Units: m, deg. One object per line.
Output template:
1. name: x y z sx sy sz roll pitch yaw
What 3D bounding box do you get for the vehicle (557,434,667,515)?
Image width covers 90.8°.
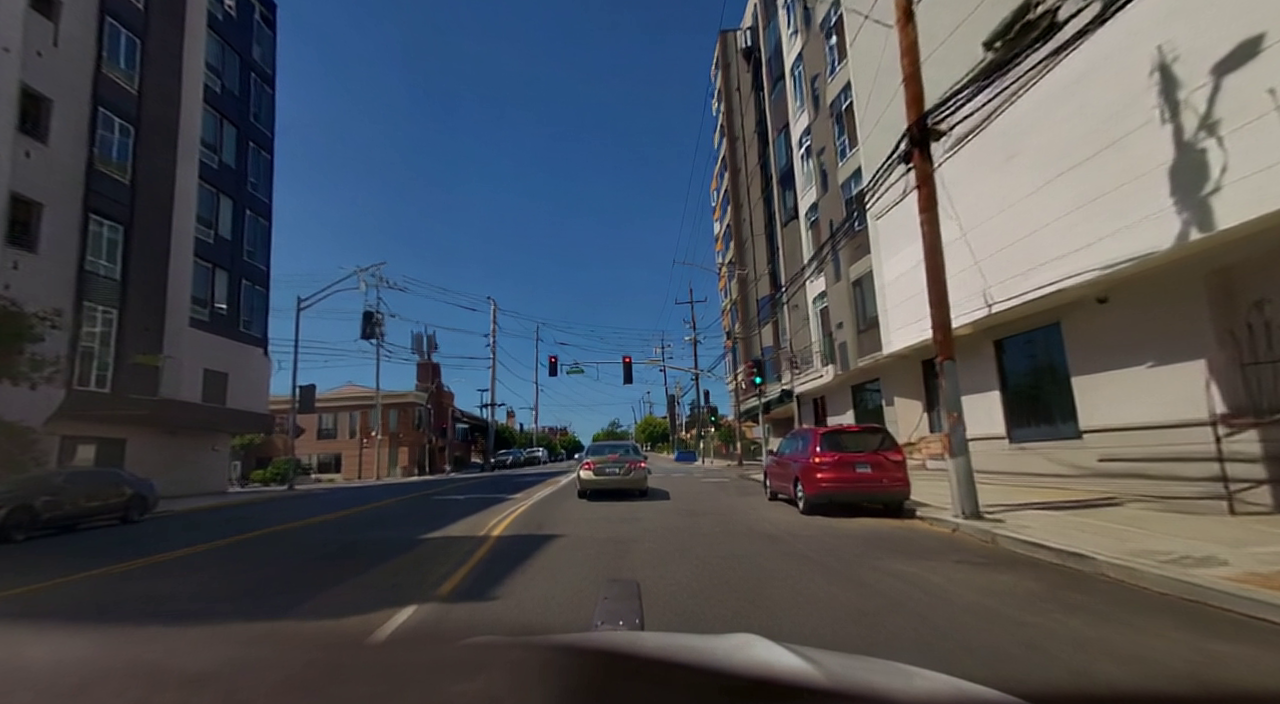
1. vehicle: -0.518 2.557 13.691 2.019 1.453 4.129 0 -8 0

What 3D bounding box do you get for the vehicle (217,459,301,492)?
1. vehicle: -25.301 8.228 42.015 4.337 1.739 1.981 -5 -11 0

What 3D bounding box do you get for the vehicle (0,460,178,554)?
1. vehicle: -11.915 3.019 12.561 1.910 1.498 4.662 -3 -8 1

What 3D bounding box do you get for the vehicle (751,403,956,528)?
1. vehicle: 3.817 2.161 12.544 2.248 1.945 5.011 0 -8 -1
